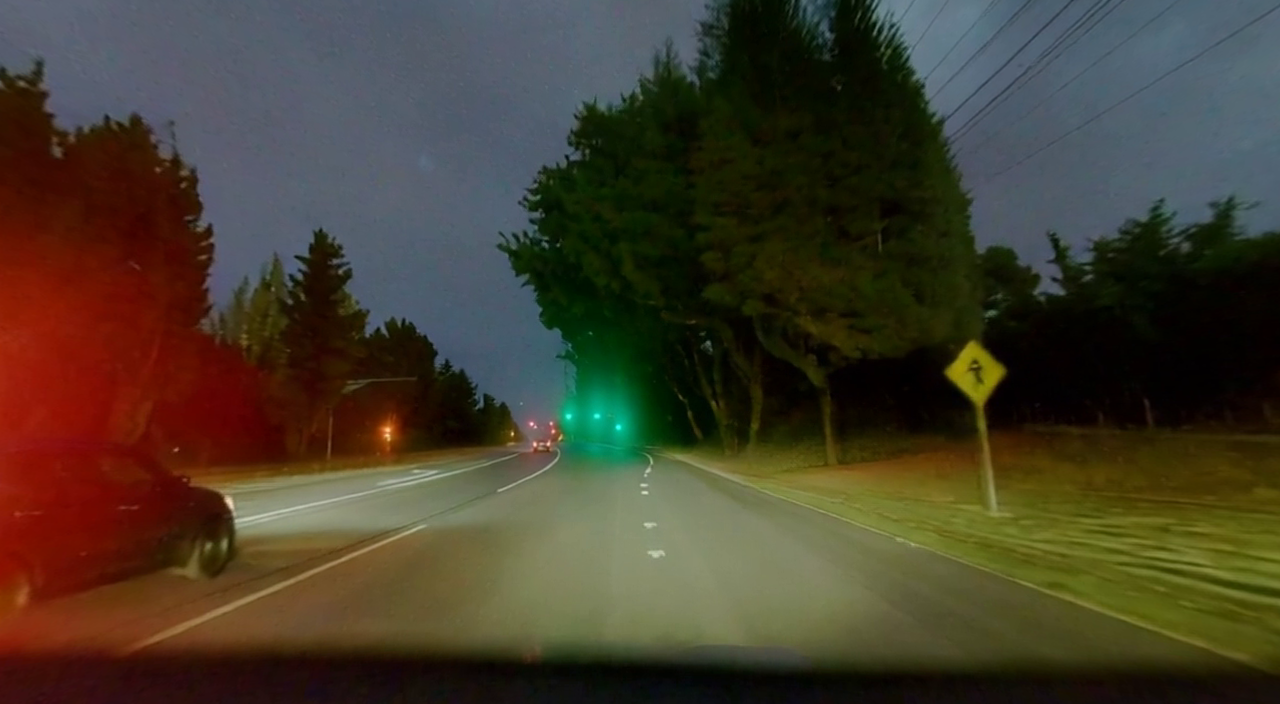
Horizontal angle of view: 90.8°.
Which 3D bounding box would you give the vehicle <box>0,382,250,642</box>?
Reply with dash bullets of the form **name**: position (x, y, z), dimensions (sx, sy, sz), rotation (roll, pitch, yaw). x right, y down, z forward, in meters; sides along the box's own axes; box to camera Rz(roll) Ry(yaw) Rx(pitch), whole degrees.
- **vehicle**: position (-5.505, 1.110, 4.443), dimensions (2.374, 1.727, 5.175), rotation (0, -9, -3)
